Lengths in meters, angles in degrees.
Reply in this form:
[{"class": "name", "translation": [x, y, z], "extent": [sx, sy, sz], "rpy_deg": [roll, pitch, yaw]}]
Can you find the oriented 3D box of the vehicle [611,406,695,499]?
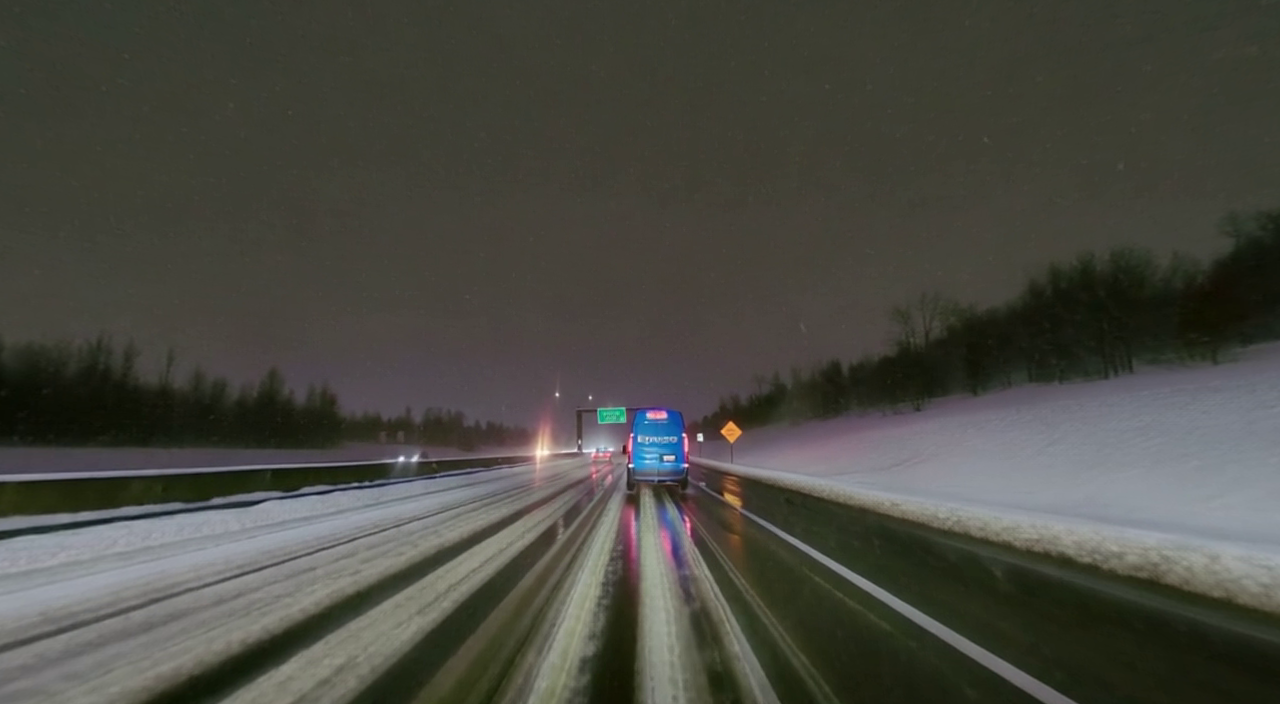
[{"class": "vehicle", "translation": [0.290, 3.203, 20.287], "extent": [2.332, 2.558, 5.314], "rpy_deg": [0, -9, -2]}]
